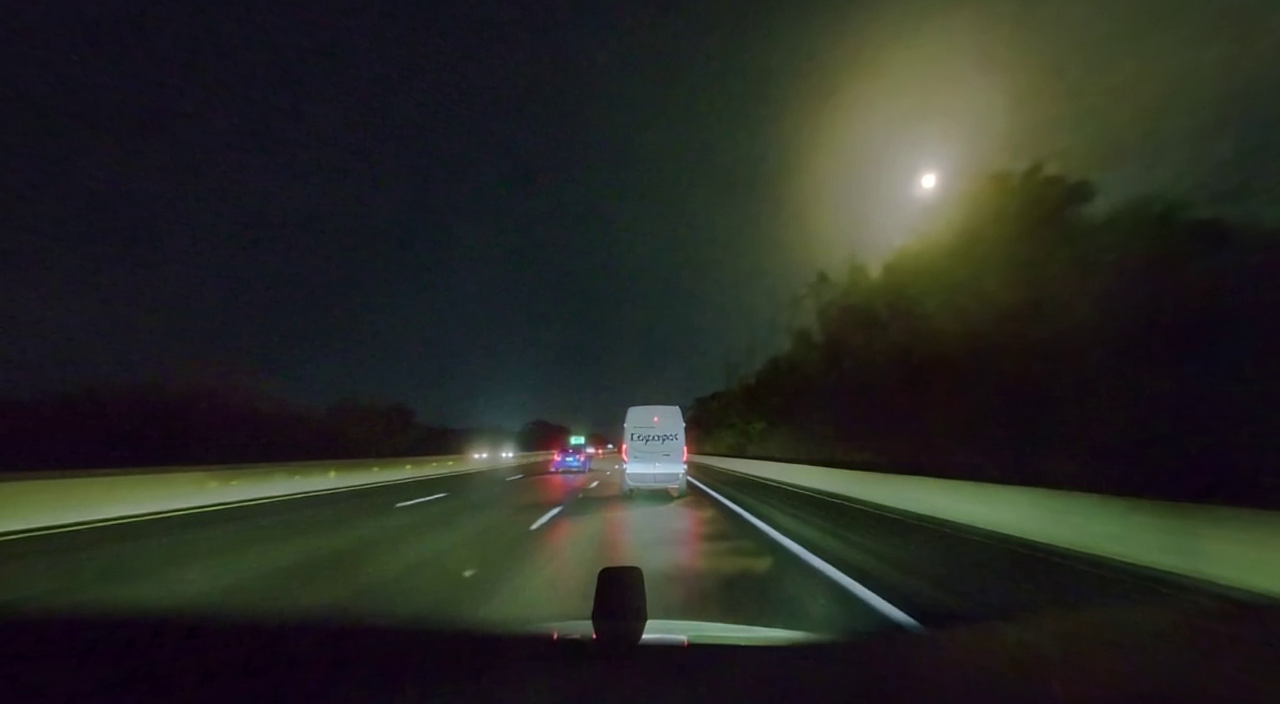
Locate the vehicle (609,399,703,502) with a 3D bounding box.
[{"bbox_3d":[0.321,2.861,18.508,2.332,2.558,5.314,0,-9,-2],"label":"vehicle"}]

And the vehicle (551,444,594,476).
[{"bbox_3d":[-3.330,5.406,31.766,1.788,1.500,3.475,0,-9,0],"label":"vehicle"}]
